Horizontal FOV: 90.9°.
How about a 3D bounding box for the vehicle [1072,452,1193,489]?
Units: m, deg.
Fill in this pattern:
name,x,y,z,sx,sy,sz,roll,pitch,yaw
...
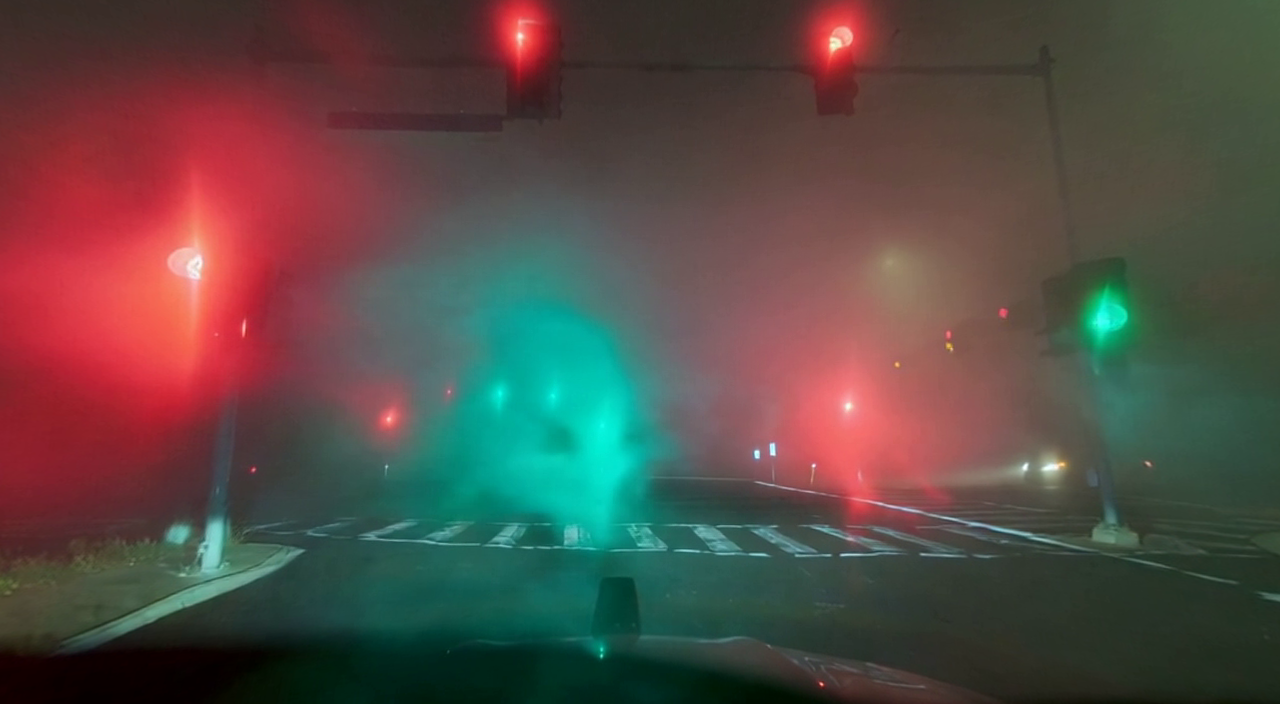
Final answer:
name,x,y,z,sx,sy,sz,roll,pitch,yaw
vehicle,22.704,5.454,29.124,3.998,1.590,1.936,1,-10,-6
